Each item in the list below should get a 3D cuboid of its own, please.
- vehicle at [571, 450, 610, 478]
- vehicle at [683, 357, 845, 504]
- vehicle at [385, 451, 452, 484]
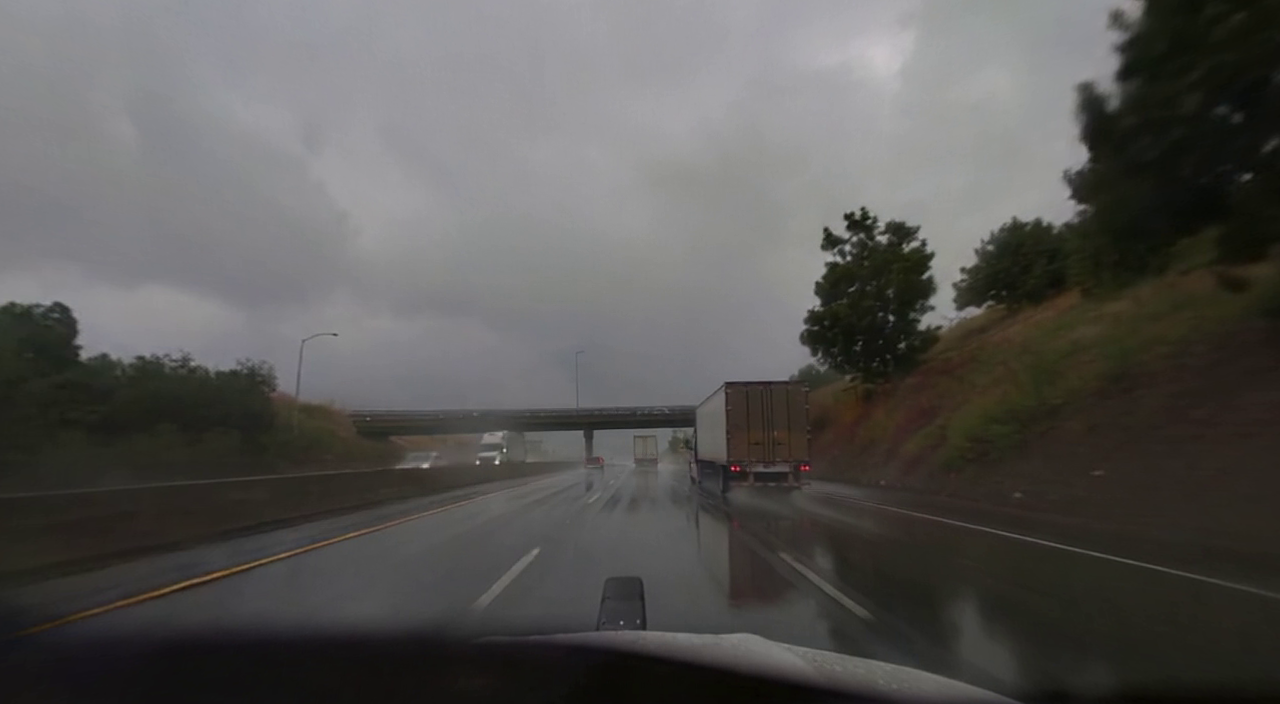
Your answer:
[{"bbox_3d":[-2.972,6.807,38.595,2.007,1.647,3.854,0,-9,1],"label":"vehicle"},{"bbox_3d":[3.955,3.423,25.716,3.131,4.037,16.729,0,-9,0],"label":"vehicle"},{"bbox_3d":[-11.860,6.183,34.142,1.921,1.647,4.470,0,-9,1],"label":"vehicle"}]
